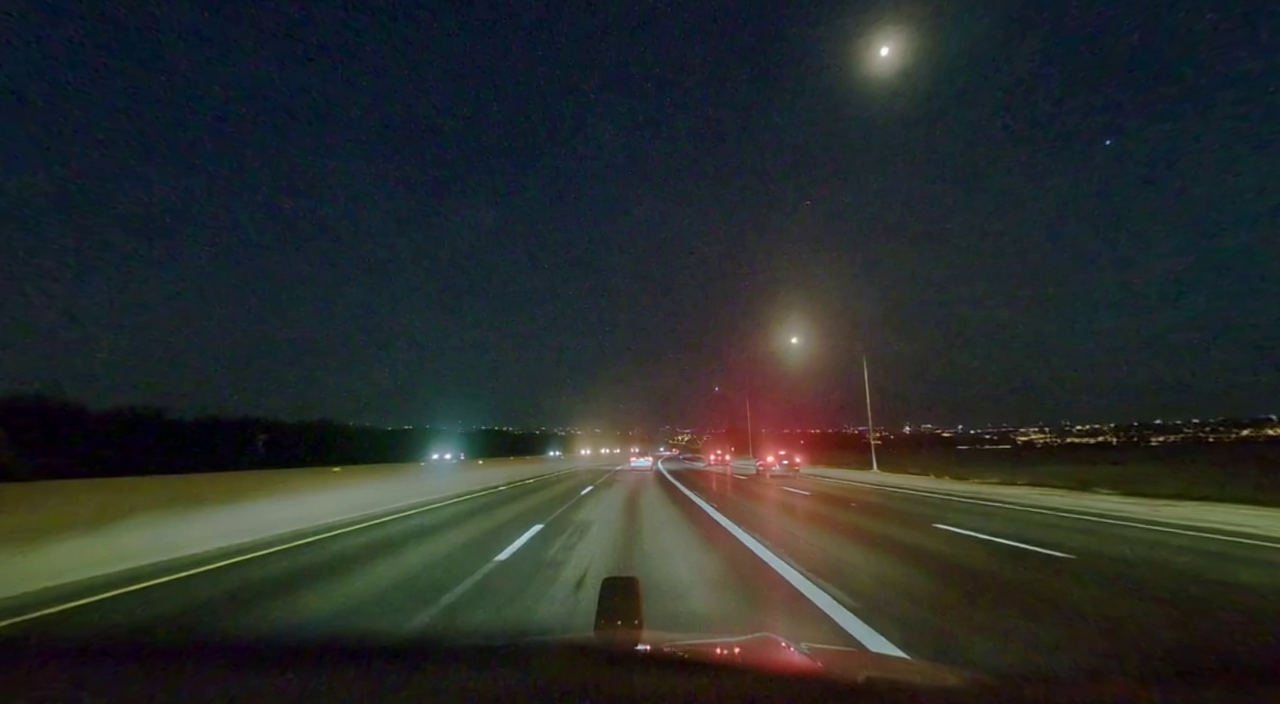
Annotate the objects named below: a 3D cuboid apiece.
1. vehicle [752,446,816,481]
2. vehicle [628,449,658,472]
[{"bbox_3d":[6.993,5.455,30.894,2.008,1.533,4.592,0,-9,-1],"label":"vehicle"},{"bbox_3d":[0.196,7.597,44.203,2.025,1.526,4.181,0,-9,0],"label":"vehicle"}]
